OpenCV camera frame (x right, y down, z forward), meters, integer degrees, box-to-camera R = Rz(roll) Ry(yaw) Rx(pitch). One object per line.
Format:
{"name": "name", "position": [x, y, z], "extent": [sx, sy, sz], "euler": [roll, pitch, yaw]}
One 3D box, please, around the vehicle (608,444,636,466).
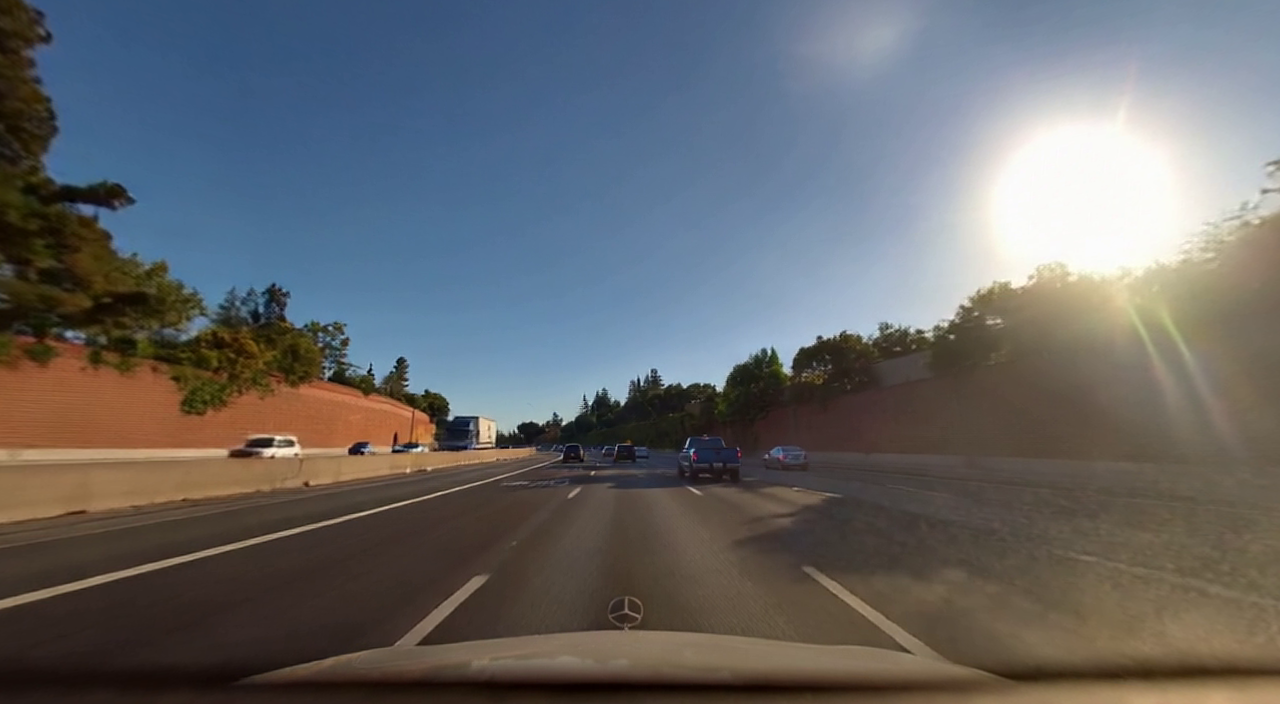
{"name": "vehicle", "position": [-1.436, 7.886, 48.535], "extent": [2.050, 1.607, 3.821], "euler": [0, -8, -4]}

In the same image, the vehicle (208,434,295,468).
{"name": "vehicle", "position": [-22.150, 5.659, 36.238], "extent": [2.003, 1.805, 5.022], "euler": [0, -8, -2]}

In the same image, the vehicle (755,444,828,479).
{"name": "vehicle", "position": [7.049, 5.115, 29.872], "extent": [1.976, 1.485, 4.925], "euler": [0, -8, -4]}

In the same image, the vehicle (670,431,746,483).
{"name": "vehicle", "position": [2.733, 4.412, 26.910], "extent": [2.374, 1.952, 5.431], "euler": [0, -8, -3]}
